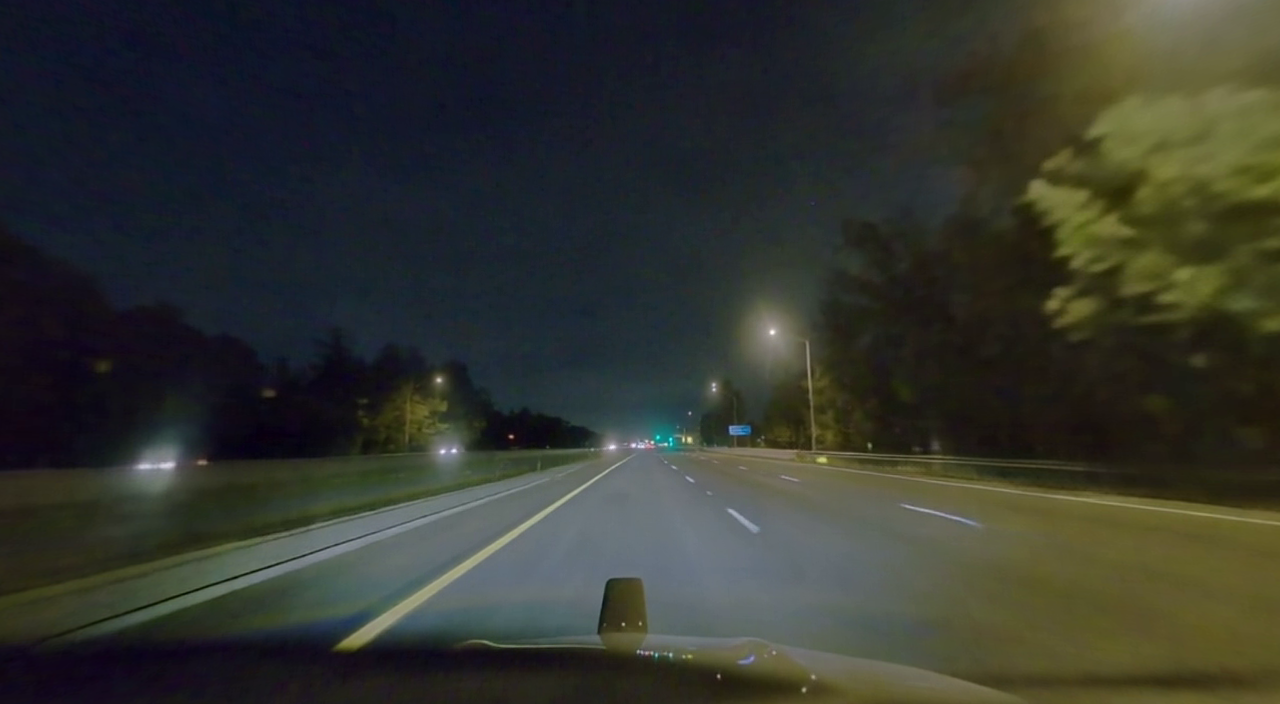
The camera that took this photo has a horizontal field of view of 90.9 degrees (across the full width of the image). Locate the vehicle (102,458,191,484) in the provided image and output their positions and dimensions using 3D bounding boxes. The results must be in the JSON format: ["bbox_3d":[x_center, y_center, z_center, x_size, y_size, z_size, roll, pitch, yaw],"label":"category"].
[{"bbox_3d":[-32.268,7.802,41.426,1.979,1.481,4.699,0,-8,1],"label":"vehicle"}]
